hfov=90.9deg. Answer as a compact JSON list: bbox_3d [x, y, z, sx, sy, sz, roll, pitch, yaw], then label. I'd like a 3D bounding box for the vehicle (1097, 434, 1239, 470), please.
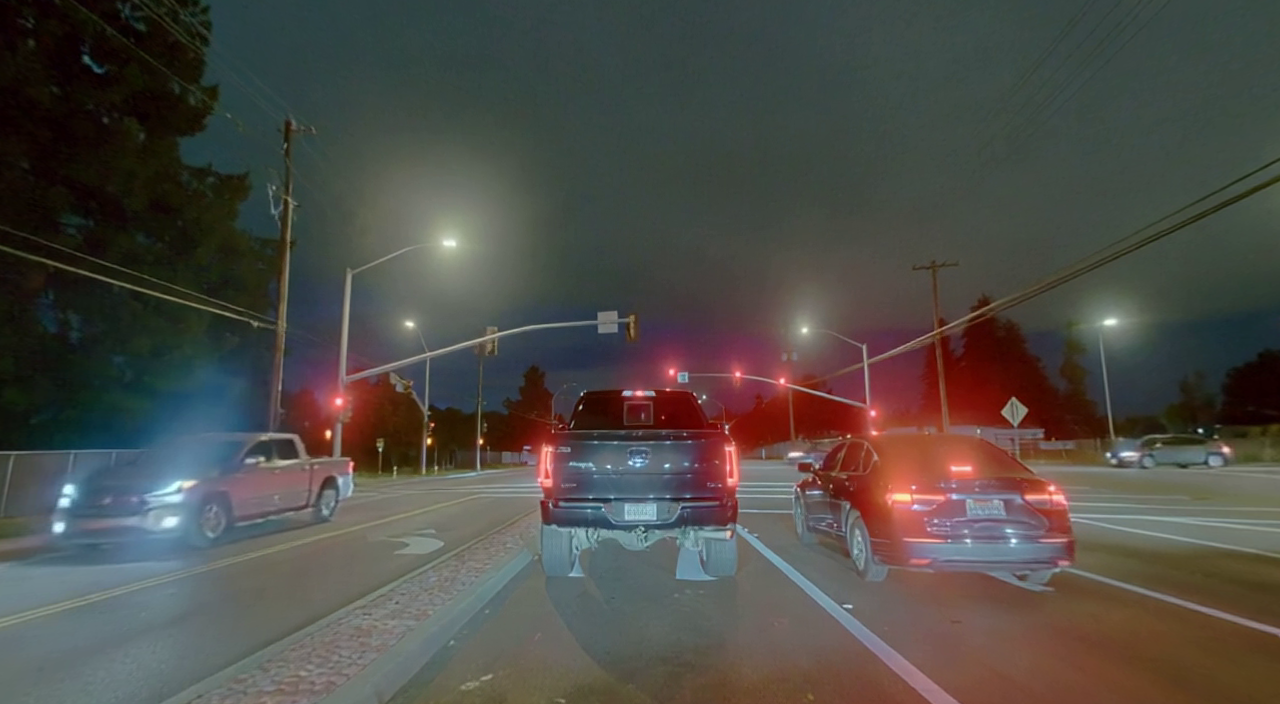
[{"bbox_3d":[26.279,4.992,31.612,4.871,1.673,2.153,-2,-9,14],"label":"vehicle"}]

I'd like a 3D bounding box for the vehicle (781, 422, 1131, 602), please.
[{"bbox_3d":[3.114,1.645,7.380,1.993,1.495,4.060,0,-8,0],"label":"vehicle"}]

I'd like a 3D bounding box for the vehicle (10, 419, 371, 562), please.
[{"bbox_3d":[-7.458,2.330,11.539,2.455,1.971,5.329,-1,-8,3],"label":"vehicle"}]

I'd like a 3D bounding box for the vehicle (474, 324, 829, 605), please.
[{"bbox_3d":[0.099,1.343,8.236,2.831,2.284,6.149,0,-8,0],"label":"vehicle"}]
